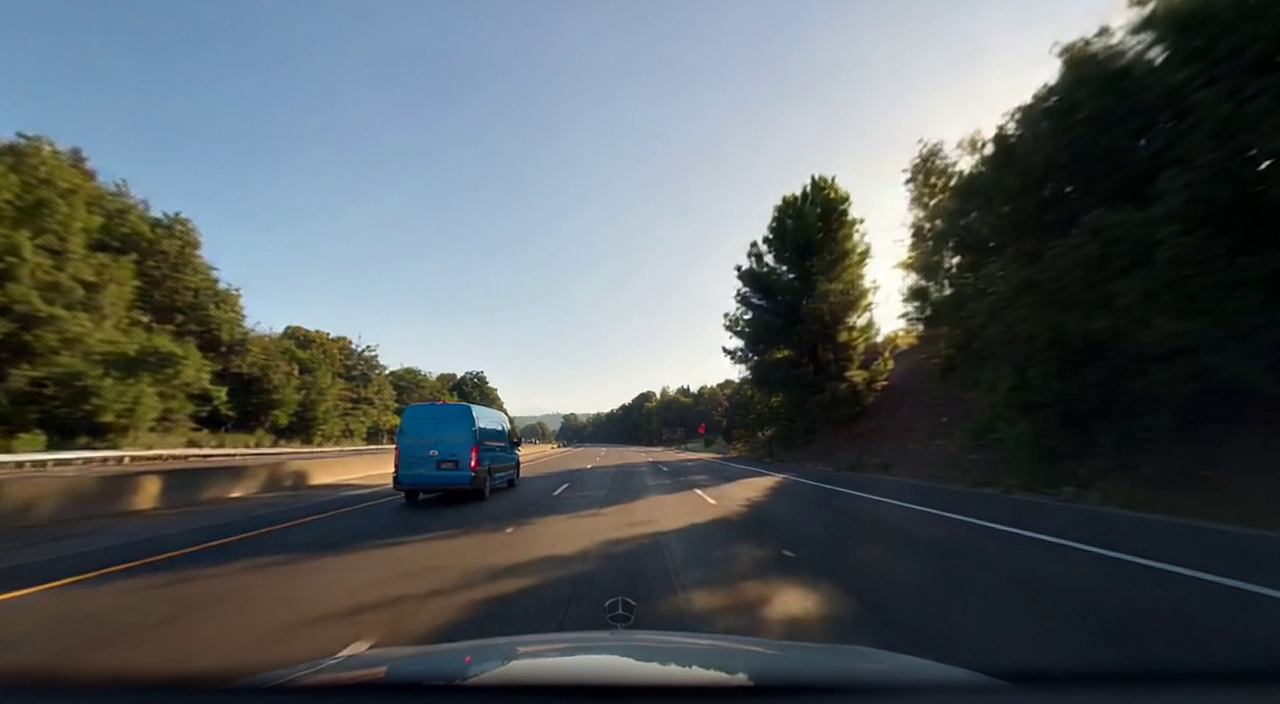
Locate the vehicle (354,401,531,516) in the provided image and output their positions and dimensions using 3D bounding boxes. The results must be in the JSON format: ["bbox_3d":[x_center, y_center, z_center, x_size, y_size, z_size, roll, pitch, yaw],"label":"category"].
[{"bbox_3d":[-3.887,2.199,13.520,2.297,2.011,4.736,0,-8,0],"label":"vehicle"}]
